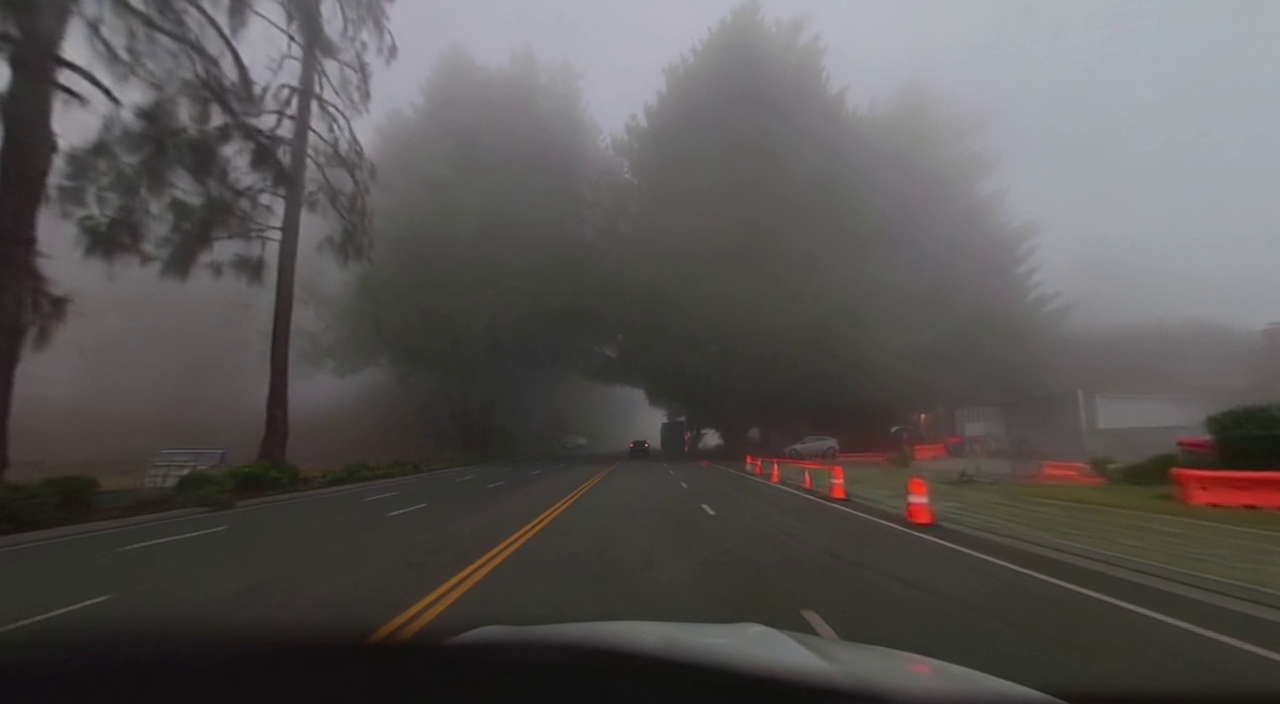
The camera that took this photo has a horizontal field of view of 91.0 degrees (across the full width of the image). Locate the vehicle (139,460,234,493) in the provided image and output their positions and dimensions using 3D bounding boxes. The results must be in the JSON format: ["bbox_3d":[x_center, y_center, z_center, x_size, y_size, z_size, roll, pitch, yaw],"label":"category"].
[{"bbox_3d":[-23.542,6.448,32.921,1.952,1.511,4.147,0,-9,-2],"label":"vehicle"}]

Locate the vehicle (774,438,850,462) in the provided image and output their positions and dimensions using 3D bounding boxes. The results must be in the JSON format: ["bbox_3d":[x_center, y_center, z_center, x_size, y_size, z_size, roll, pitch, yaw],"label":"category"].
[{"bbox_3d":[11.000,6.324,40.517,4.463,1.466,1.813,-1,-9,5],"label":"vehicle"}]
